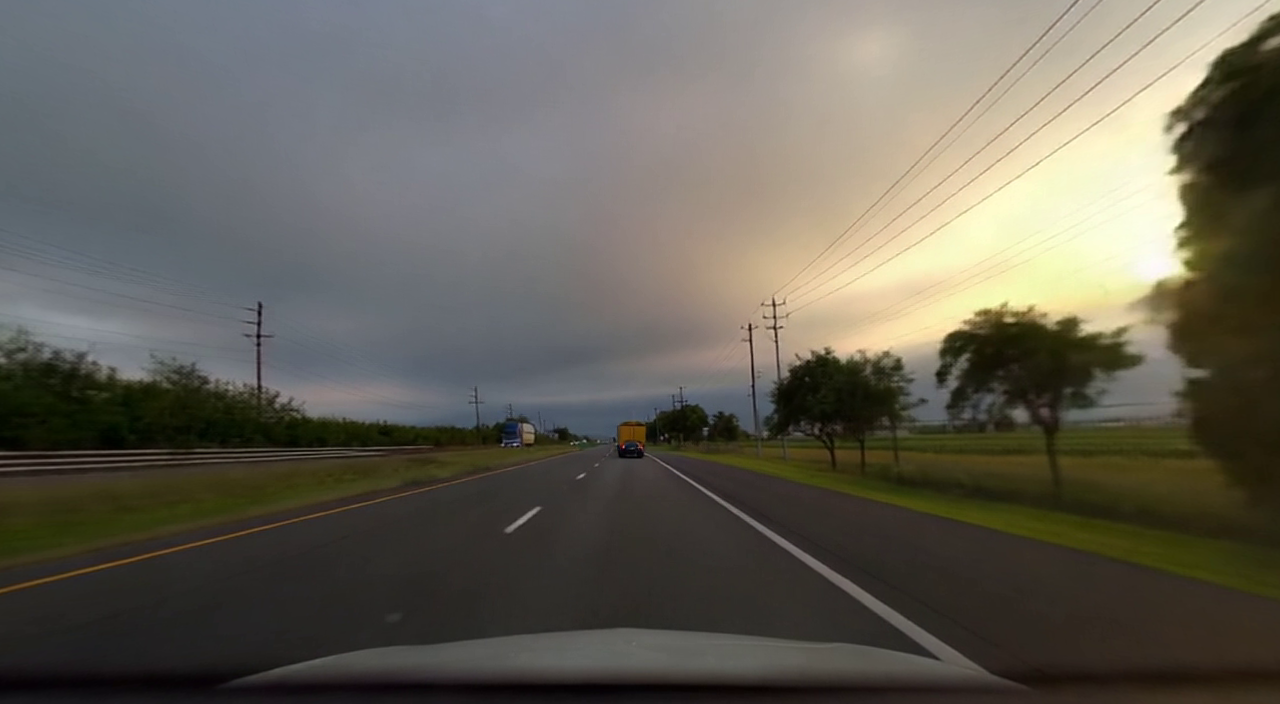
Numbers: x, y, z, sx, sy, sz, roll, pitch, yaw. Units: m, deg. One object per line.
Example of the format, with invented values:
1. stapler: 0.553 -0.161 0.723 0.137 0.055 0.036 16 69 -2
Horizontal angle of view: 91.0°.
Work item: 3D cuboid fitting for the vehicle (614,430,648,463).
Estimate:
1. vehicle: -0.664 6.534 43.620 2.240 2.129 4.480 0 -8 -2
